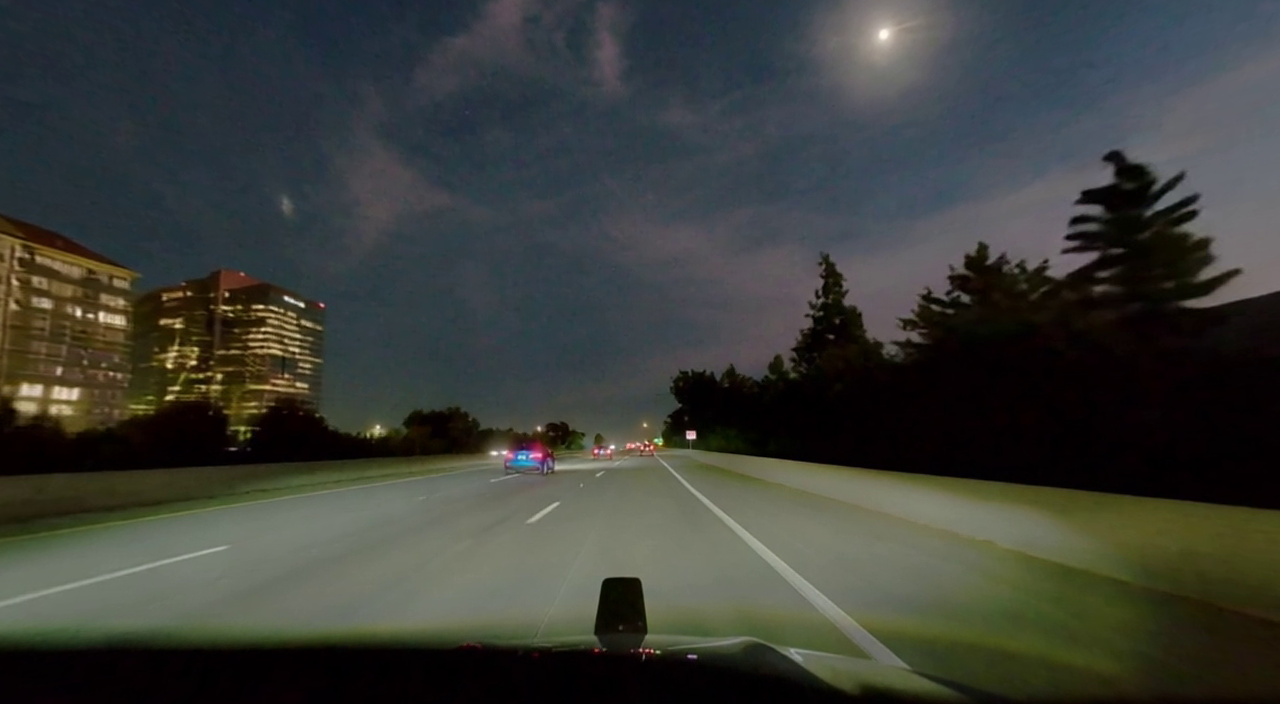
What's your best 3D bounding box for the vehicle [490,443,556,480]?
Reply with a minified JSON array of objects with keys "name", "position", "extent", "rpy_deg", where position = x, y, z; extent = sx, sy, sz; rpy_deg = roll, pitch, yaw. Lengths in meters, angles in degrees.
[{"name":"vehicle","position":[-5.130,4.845,28.220],"extent":[2.083,1.471,4.350],"rpy_deg":[0,-8,1]}]
